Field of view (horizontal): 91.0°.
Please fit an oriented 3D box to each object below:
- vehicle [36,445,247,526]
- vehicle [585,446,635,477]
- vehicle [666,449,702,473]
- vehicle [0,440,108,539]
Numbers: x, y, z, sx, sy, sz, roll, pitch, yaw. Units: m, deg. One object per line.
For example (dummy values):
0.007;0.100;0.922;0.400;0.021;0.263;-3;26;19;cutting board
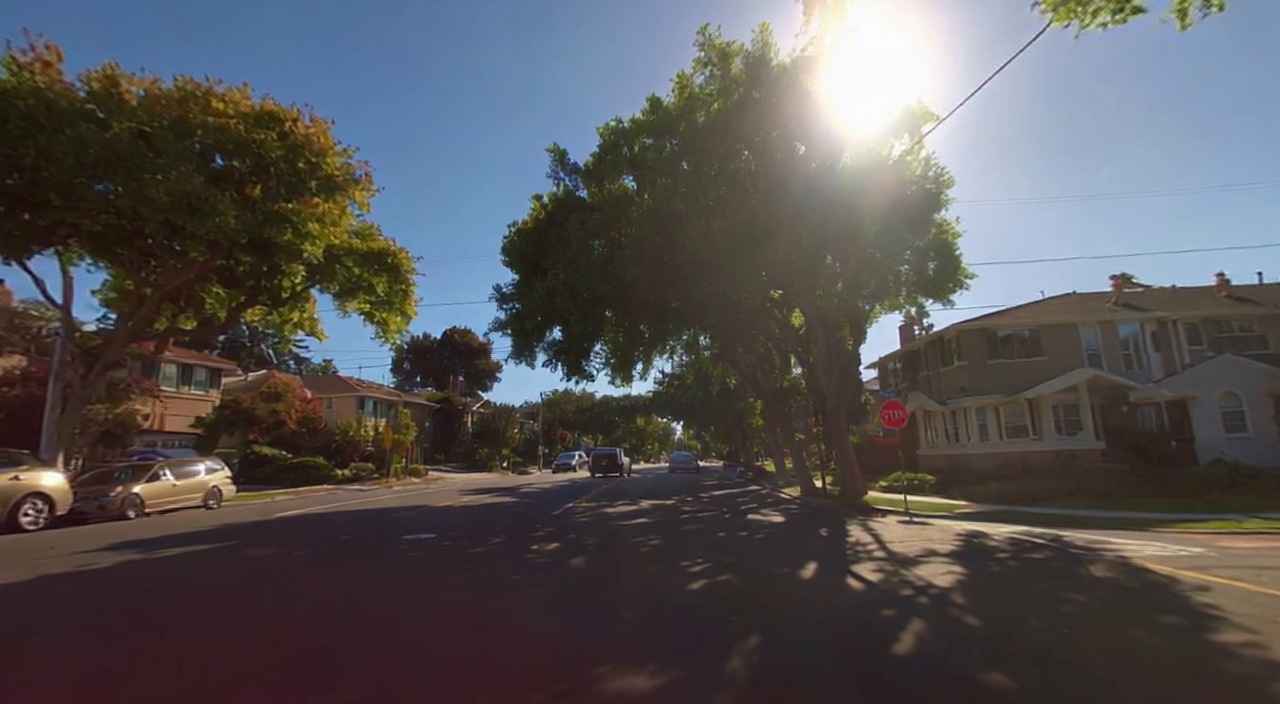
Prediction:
-13.781;3.715;17.915;2.076;1.864;4.730;-3;-10;1;vehicle
-1.664;6.387;36.975;2.178;1.695;4.339;-1;-8;7;vehicle
2.921;7.105;41.245;1.955;1.459;4.383;-1;-8;9;vehicle
-14.111;2.784;12.312;2.191;1.980;5.888;-4;-9;1;vehicle
